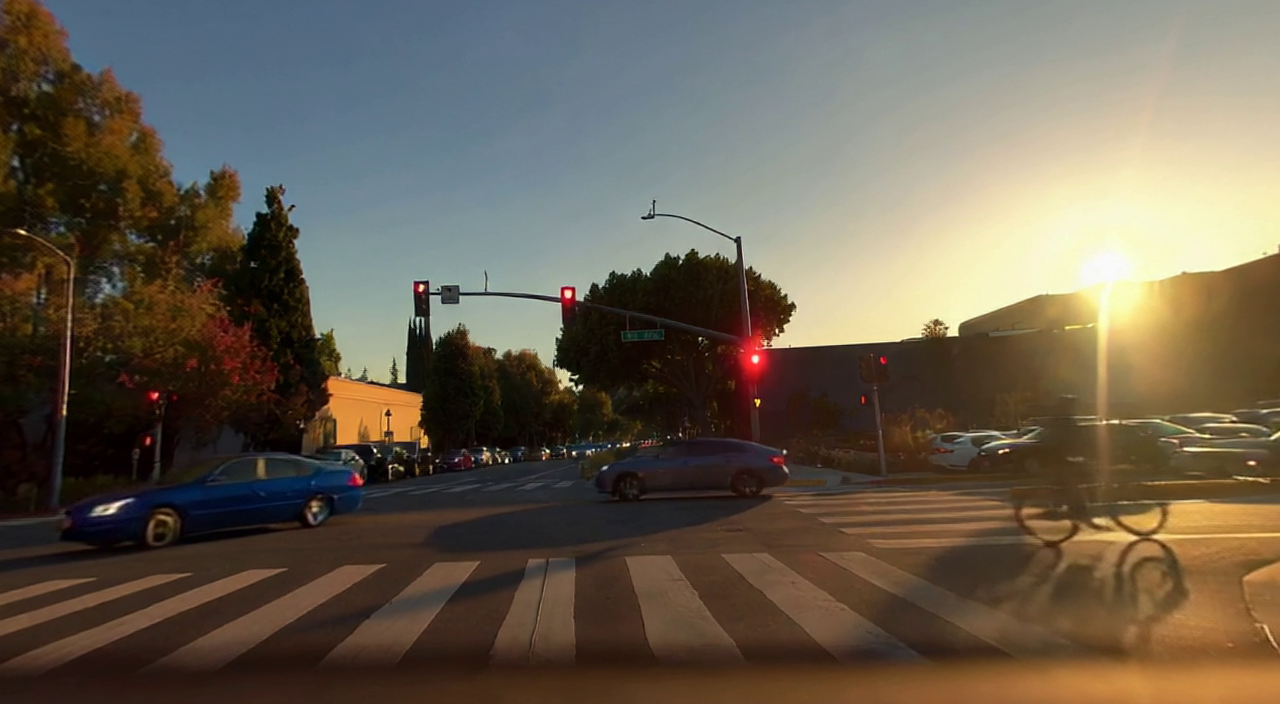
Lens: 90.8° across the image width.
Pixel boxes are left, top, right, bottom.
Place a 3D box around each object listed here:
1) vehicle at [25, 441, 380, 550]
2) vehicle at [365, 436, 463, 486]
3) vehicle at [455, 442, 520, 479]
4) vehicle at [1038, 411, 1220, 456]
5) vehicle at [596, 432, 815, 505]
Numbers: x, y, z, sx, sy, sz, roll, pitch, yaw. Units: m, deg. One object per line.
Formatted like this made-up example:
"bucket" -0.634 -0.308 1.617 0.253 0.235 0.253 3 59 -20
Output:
"vehicle" -7.017 2.236 10.570 4.533 1.419 1.755 8 -12 -42
"vehicle" -10.167 4.952 29.055 2.475 1.940 5.702 -3 -9 0
"vehicle" -6.977 4.990 29.319 2.024 1.470 4.153 -3 -9 -1
"vehicle" 16.899 2.904 22.135 4.560 1.453 1.851 -3 -9 18
"vehicle" 1.329 2.509 13.700 4.385 1.419 1.855 -1 -9 2
